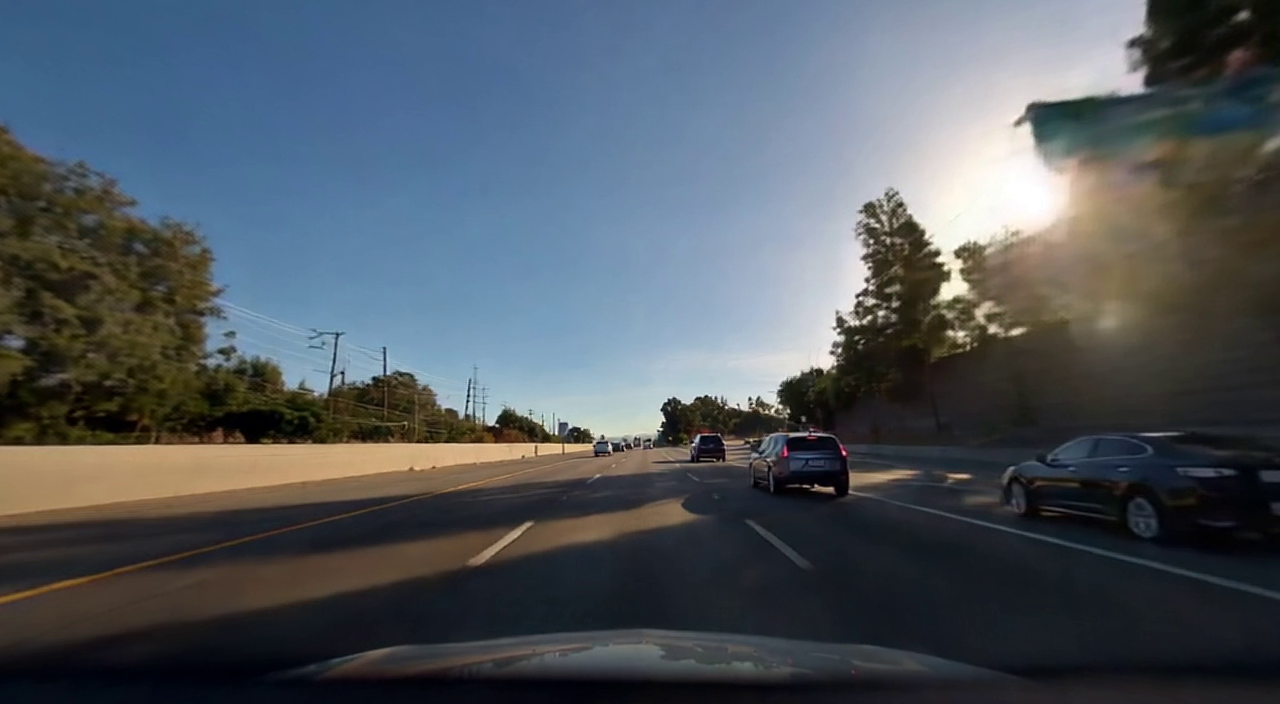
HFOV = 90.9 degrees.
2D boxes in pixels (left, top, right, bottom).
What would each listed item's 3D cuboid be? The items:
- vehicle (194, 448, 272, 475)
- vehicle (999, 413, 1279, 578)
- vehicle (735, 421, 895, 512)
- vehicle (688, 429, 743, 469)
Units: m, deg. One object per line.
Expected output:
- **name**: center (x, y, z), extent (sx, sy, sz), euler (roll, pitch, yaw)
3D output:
- **vehicle**: center (-22.418, 6.031, 34.935), extent (1.727, 1.388, 3.769), euler (0, -8, 1)
- **vehicle**: center (6.979, 1.645, 8.020), extent (1.988, 1.518, 4.856), euler (0, -8, 0)
- **vehicle**: center (3.506, 2.396, 13.692), extent (2.146, 1.639, 4.475), euler (0, -8, 0)
- **vehicle**: center (4.087, 5.399, 35.340), extent (2.442, 2.022, 5.466), euler (0, -8, 0)
